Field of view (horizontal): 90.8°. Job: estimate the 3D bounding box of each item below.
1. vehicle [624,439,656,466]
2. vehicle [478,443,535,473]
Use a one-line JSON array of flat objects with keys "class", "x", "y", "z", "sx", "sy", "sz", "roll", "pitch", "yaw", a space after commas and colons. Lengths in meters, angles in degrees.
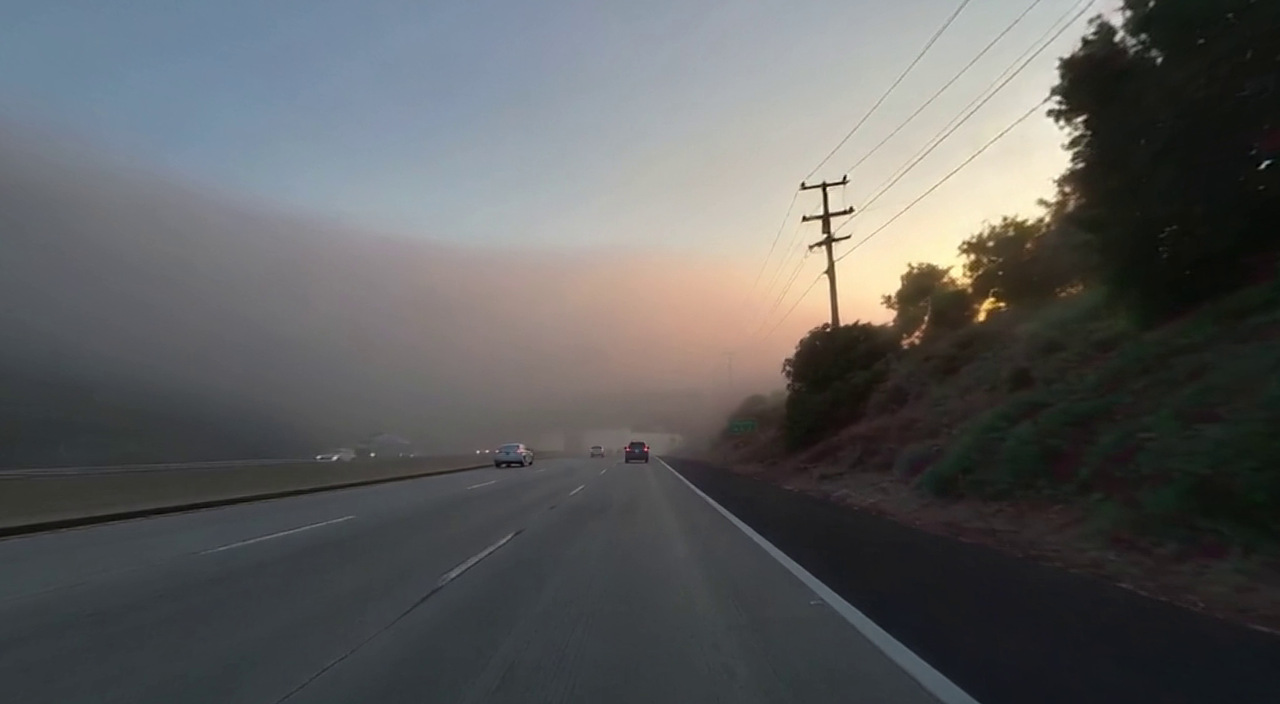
[{"class": "vehicle", "x": 0.000, "y": 6.901, "z": 43.363, "sx": 2.063, "sy": 1.715, "sz": 4.299, "roll": -1, "pitch": -9, "yaw": 0}, {"class": "vehicle", "x": -7.187, "y": 5.758, "z": 34.515, "sx": 2.077, "sy": 1.511, "sz": 4.323, "roll": -1, "pitch": -9, "yaw": 1}]
